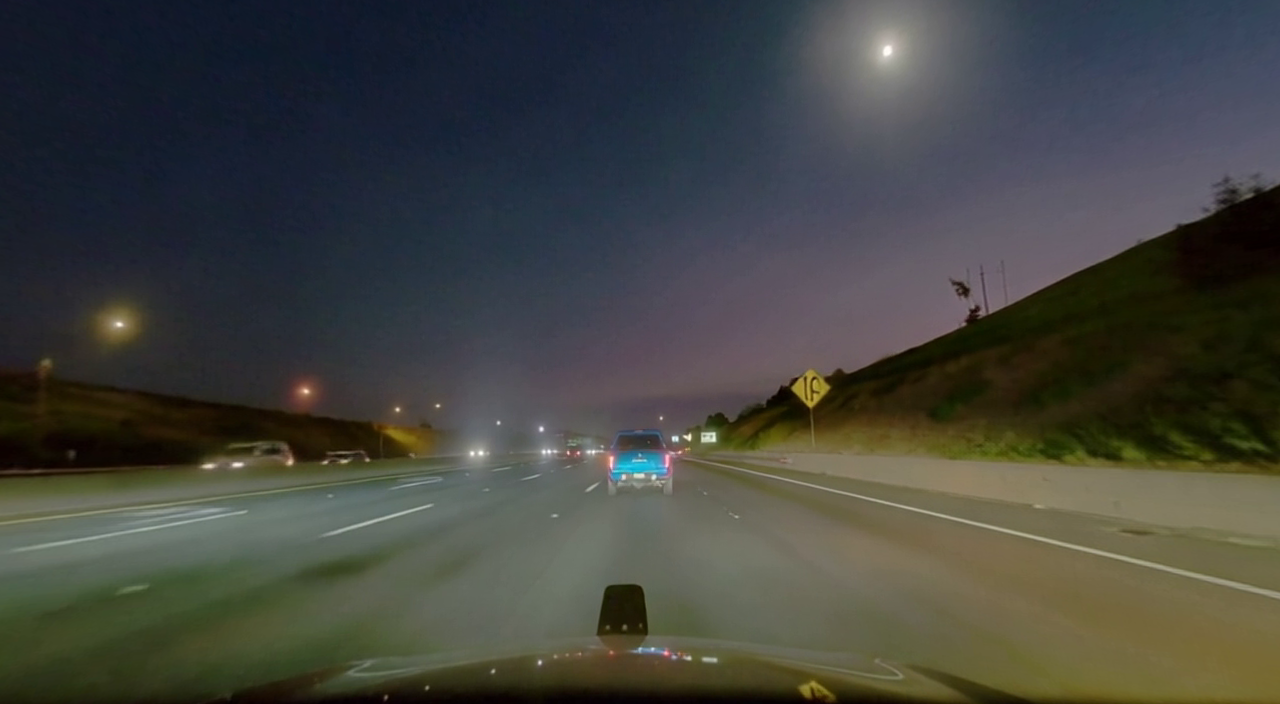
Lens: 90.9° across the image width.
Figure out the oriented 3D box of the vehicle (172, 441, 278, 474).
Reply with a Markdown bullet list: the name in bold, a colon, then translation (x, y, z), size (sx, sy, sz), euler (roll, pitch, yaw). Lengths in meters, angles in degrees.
- **vehicle**: translation (-24.509, 6.253, 37.654), size (2.257, 1.773, 5.915), euler (0, -9, 1)

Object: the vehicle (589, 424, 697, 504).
- **vehicle**: translation (0.092, 2.892, 16.597), size (2.447, 1.804, 4.273), euler (0, -9, 1)
